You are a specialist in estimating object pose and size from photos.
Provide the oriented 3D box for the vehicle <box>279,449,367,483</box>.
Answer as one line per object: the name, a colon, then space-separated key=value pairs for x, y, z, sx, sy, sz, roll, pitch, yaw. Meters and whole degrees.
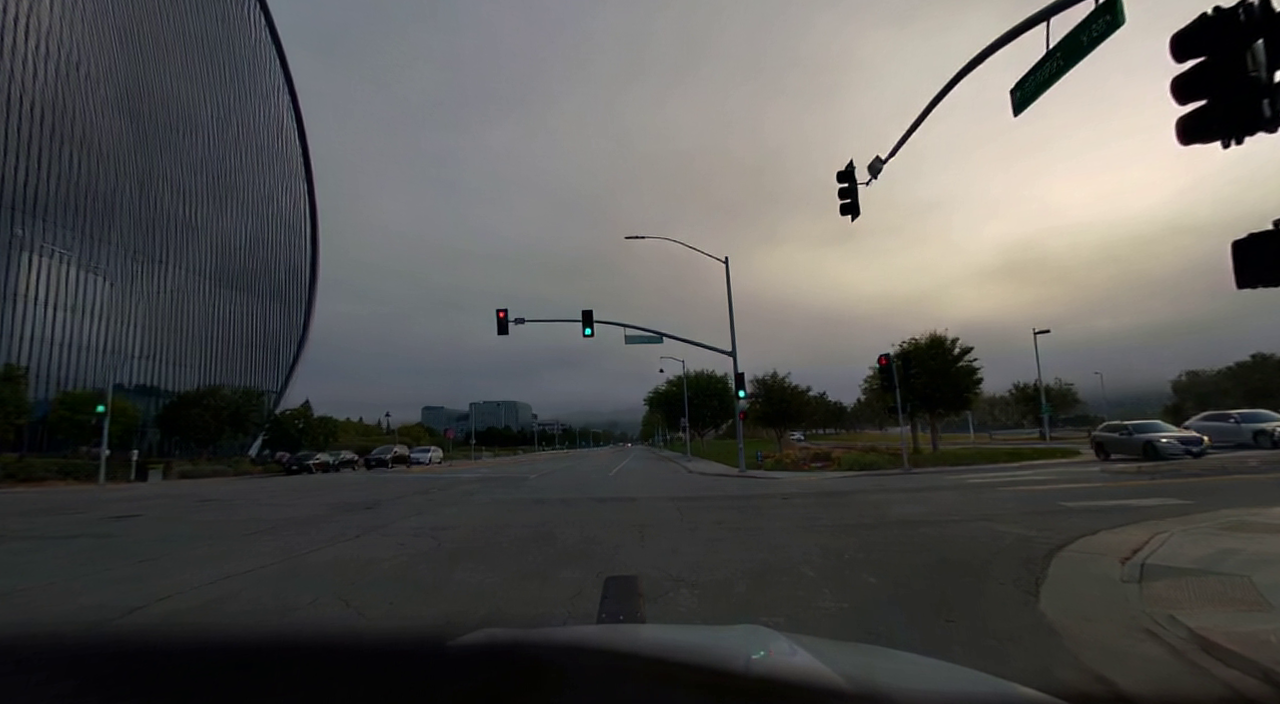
vehicle: x=-14.808 y=5.317 z=29.701 sx=1.790 sy=1.437 sz=4.349 roll=0 pitch=-9 yaw=2

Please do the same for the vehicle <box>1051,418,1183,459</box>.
vehicle: x=19.071 y=3.522 z=25.493 sx=1.834 sy=1.480 sz=4.458 roll=0 pitch=-9 yaw=-1

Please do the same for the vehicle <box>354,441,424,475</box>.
vehicle: x=-14.899 y=6.314 z=37.748 sx=2.091 sy=1.915 sz=5.040 roll=0 pitch=-9 yaw=0

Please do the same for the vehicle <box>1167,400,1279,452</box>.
vehicle: x=24.404 y=3.029 z=25.198 sx=2.109 sy=1.836 sz=5.080 roll=-2 pitch=-10 yaw=0

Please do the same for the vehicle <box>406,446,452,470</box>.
vehicle: x=-15.142 y=7.613 z=45.424 sx=1.932 sy=1.605 sz=4.146 roll=1 pitch=-9 yaw=-1
